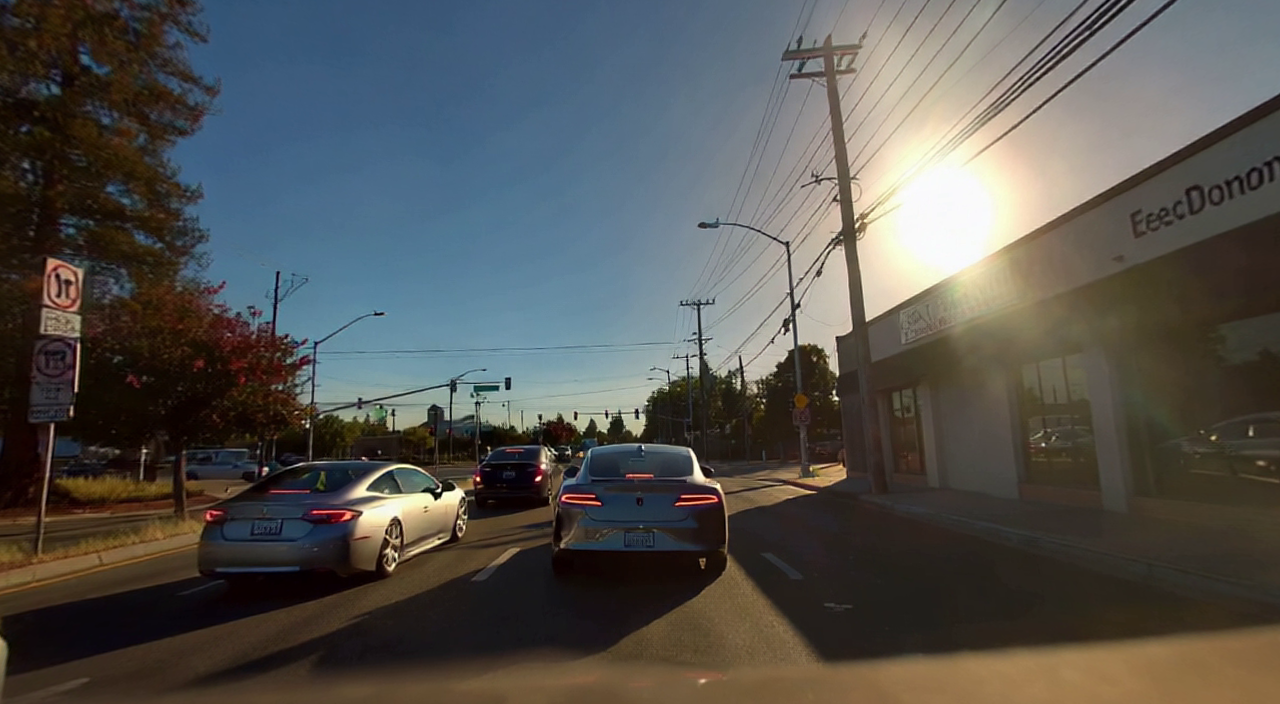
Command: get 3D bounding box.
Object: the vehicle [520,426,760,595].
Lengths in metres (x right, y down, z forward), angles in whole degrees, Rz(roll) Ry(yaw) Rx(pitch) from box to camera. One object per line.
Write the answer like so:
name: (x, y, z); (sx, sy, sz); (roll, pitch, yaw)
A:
vehicle: (-0.006, 1.696, 7.585); (2.101, 1.469, 3.955); (0, -9, 0)

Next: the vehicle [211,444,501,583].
vehicle: (-3.207, 1.869, 8.156); (1.765, 1.319, 4.013); (0, -9, 2)
